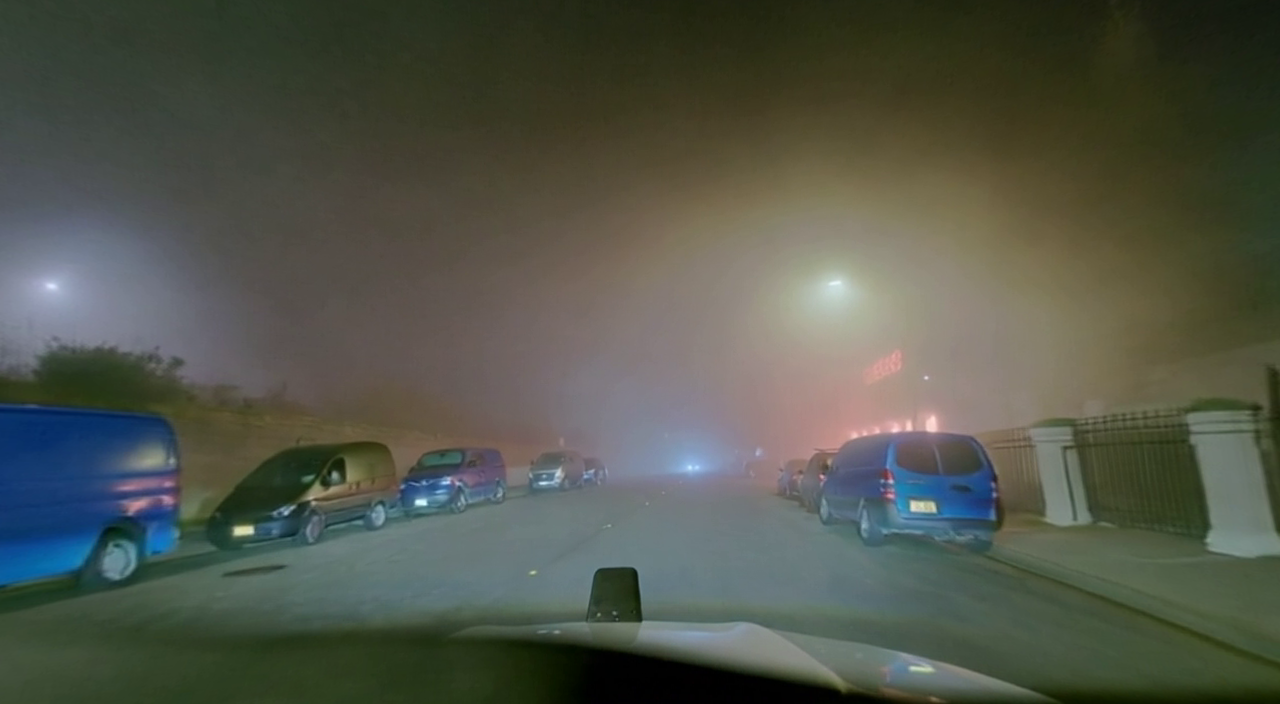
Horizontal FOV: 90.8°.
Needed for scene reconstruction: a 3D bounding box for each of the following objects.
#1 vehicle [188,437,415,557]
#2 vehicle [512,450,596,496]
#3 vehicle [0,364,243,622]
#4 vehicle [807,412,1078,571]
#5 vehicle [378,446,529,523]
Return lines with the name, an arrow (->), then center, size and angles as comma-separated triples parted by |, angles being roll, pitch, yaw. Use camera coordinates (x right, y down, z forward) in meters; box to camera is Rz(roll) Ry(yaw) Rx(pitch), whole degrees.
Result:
vehicle -> -6.254, 2.657, 12.353 | 1.857, 1.908, 4.081 | -1, -9, 5
vehicle -> -3.908, 5.679, 30.104 | 2.504, 1.919, 5.658 | -1, -9, 8
vehicle -> -6.952, 1.446, 6.383 | 2.435, 2.308, 4.937 | -5, -9, 5
vehicle -> 4.706, 2.251, 11.222 | 2.327, 2.021, 5.850 | -1, -9, 5
vehicle -> -5.290, 3.819, 19.032 | 2.304, 1.937, 5.720 | -1, -9, 6
